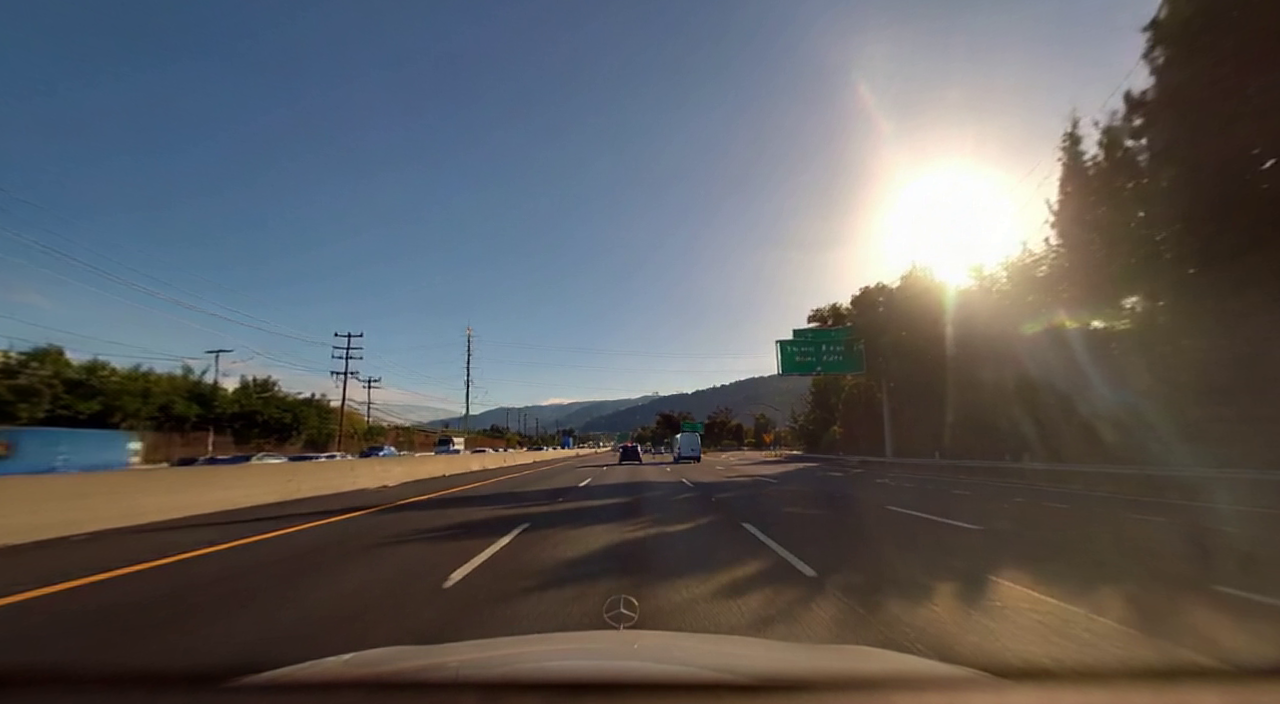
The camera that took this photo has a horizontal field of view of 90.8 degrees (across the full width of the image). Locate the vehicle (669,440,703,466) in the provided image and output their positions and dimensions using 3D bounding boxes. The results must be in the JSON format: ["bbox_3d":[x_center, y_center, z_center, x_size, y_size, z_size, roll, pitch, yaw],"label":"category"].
[{"bbox_3d":[3.330,7.470,46.890,2.036,1.796,4.470,0,-9,-2],"label":"vehicle"}]

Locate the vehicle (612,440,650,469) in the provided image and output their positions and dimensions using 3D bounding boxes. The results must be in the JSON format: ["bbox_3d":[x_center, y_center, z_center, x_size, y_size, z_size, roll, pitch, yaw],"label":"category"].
[{"bbox_3d":[-0.563,6.639,41.064,2.325,1.712,4.592,0,-9,-1],"label":"vehicle"}]

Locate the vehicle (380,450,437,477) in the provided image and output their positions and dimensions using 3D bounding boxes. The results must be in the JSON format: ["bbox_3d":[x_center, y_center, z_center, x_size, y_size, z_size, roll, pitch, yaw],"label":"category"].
[{"bbox_3d":[-13.757,6.631,37.806,1.848,1.457,4.283,0,-9,0],"label":"vehicle"}]

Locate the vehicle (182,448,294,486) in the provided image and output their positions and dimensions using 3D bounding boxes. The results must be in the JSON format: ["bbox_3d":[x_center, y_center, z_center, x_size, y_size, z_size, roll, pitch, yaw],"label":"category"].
[{"bbox_3d":[-17.777,5.080,28.258,1.982,1.568,4.576,0,-9,0],"label":"vehicle"}]

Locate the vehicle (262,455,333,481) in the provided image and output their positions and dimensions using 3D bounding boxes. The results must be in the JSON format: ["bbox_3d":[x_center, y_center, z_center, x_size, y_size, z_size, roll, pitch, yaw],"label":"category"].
[{"bbox_3d":[-21.527,7.273,39.931,1.978,1.487,4.529,0,-9,-1],"label":"vehicle"}]
